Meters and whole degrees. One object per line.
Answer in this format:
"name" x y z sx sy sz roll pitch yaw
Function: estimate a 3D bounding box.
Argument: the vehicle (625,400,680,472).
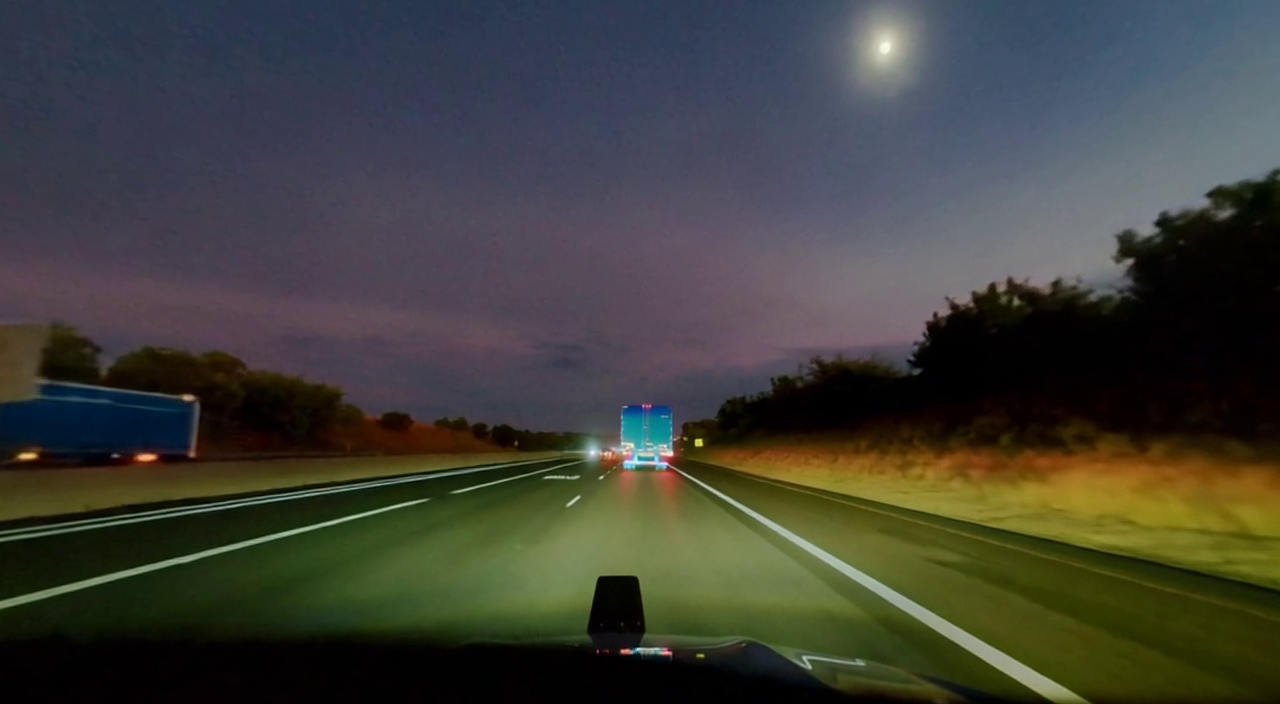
"vehicle" 0.572 5.557 40.955 3.055 4.009 10.972 0 -9 -1

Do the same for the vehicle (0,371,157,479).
"vehicle" -22.686 2.776 23.109 2.922 3.559 8.696 0 -9 0
